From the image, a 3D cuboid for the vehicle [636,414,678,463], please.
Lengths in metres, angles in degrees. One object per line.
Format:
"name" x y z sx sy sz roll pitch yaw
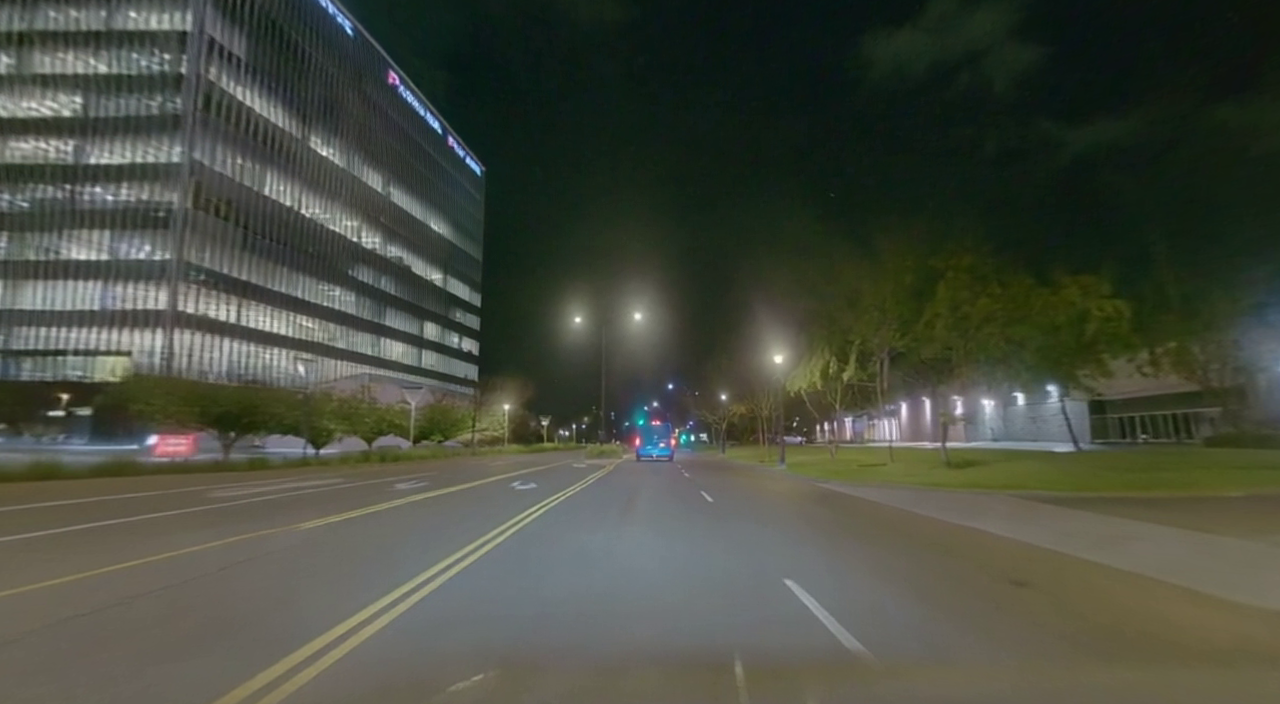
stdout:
"vehicle" 1.097 5.390 39.560 2.435 2.816 5.232 0 -7 2
